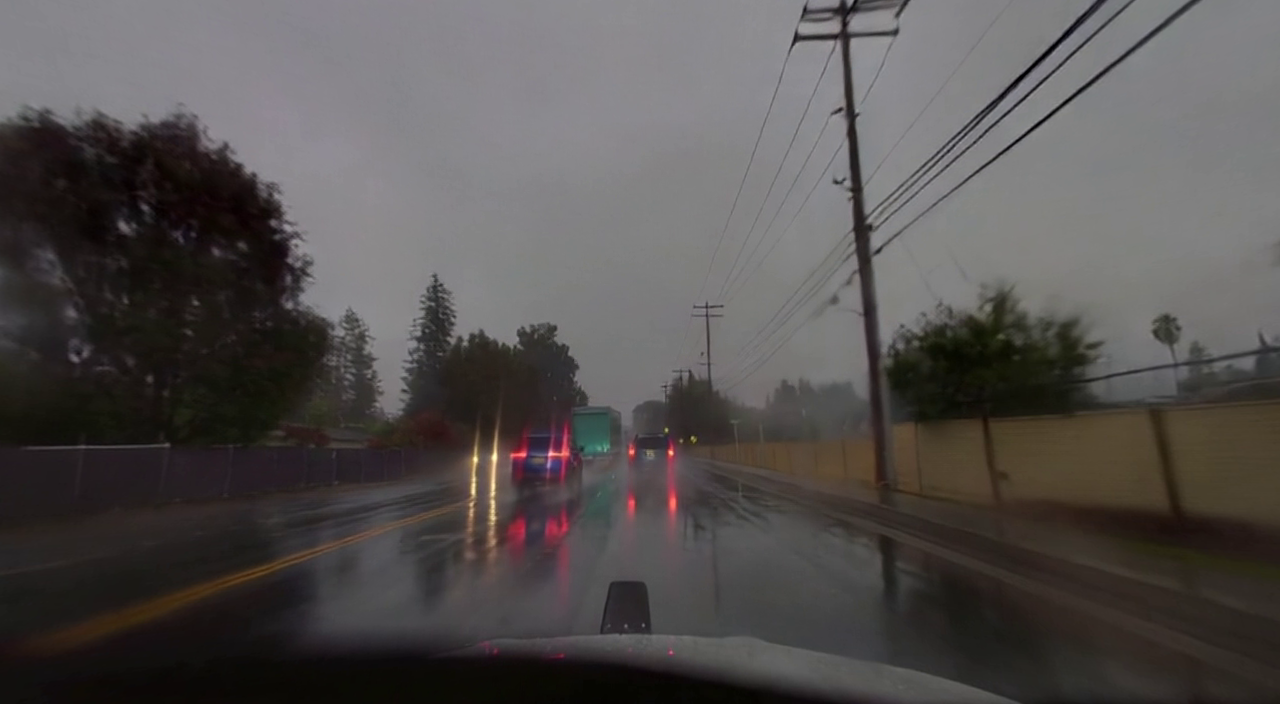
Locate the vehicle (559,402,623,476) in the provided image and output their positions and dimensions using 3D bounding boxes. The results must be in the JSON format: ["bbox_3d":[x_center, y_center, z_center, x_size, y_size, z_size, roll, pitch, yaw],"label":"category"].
[{"bbox_3d":[-2.567,5.198,36.944,2.928,3.658,10.953,0,-9,0],"label":"vehicle"}]

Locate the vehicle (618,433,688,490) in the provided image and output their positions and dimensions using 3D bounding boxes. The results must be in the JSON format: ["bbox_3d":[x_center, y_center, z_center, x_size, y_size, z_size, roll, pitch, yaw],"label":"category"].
[{"bbox_3d":[0.417,3.759,21.838,2.174,1.749,4.113,0,-9,0],"label":"vehicle"}]

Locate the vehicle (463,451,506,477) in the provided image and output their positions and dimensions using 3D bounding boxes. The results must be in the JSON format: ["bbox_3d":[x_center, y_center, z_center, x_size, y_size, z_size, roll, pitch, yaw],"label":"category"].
[{"bbox_3d":[-11.558,8.299,47.026,1.959,1.691,4.479,-4,-9,1],"label":"vehicle"}]

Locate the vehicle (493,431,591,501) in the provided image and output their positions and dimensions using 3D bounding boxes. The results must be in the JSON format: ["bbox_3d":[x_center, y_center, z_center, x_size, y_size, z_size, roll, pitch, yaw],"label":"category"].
[{"bbox_3d":[-2.797,3.405,19.121,2.093,1.832,4.508,0,-9,2],"label":"vehicle"}]
